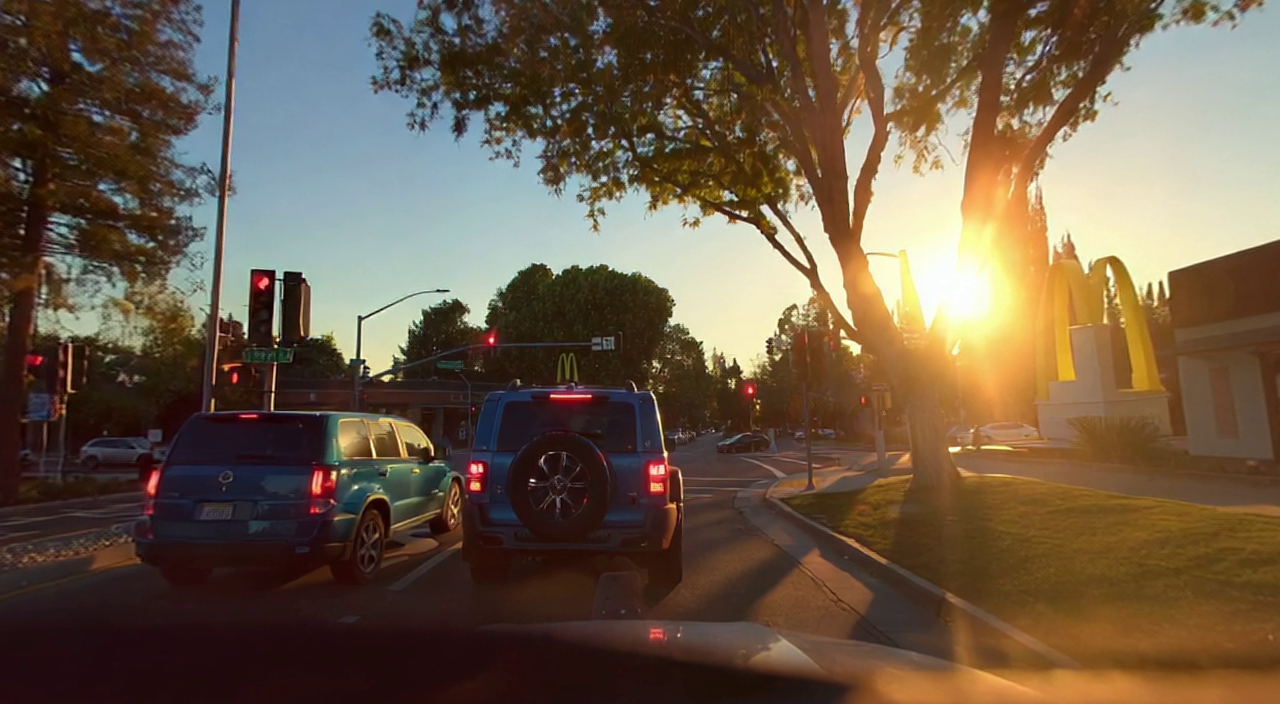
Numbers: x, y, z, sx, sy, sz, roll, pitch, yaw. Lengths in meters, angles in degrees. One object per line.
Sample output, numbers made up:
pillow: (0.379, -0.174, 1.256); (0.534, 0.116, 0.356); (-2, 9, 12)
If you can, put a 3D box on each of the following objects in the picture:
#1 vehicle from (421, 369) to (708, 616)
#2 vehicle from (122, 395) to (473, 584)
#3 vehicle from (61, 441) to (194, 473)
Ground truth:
vehicle: (-0.630, 1.434, 7.342); (2.224, 1.923, 4.643); (0, -8, -1)
vehicle: (-3.914, 1.665, 8.429); (2.130, 1.819, 4.497); (0, -8, 0)
vehicle: (-25.249, 5.183, 31.368); (4.713, 1.445, 1.887); (4, -9, -24)
